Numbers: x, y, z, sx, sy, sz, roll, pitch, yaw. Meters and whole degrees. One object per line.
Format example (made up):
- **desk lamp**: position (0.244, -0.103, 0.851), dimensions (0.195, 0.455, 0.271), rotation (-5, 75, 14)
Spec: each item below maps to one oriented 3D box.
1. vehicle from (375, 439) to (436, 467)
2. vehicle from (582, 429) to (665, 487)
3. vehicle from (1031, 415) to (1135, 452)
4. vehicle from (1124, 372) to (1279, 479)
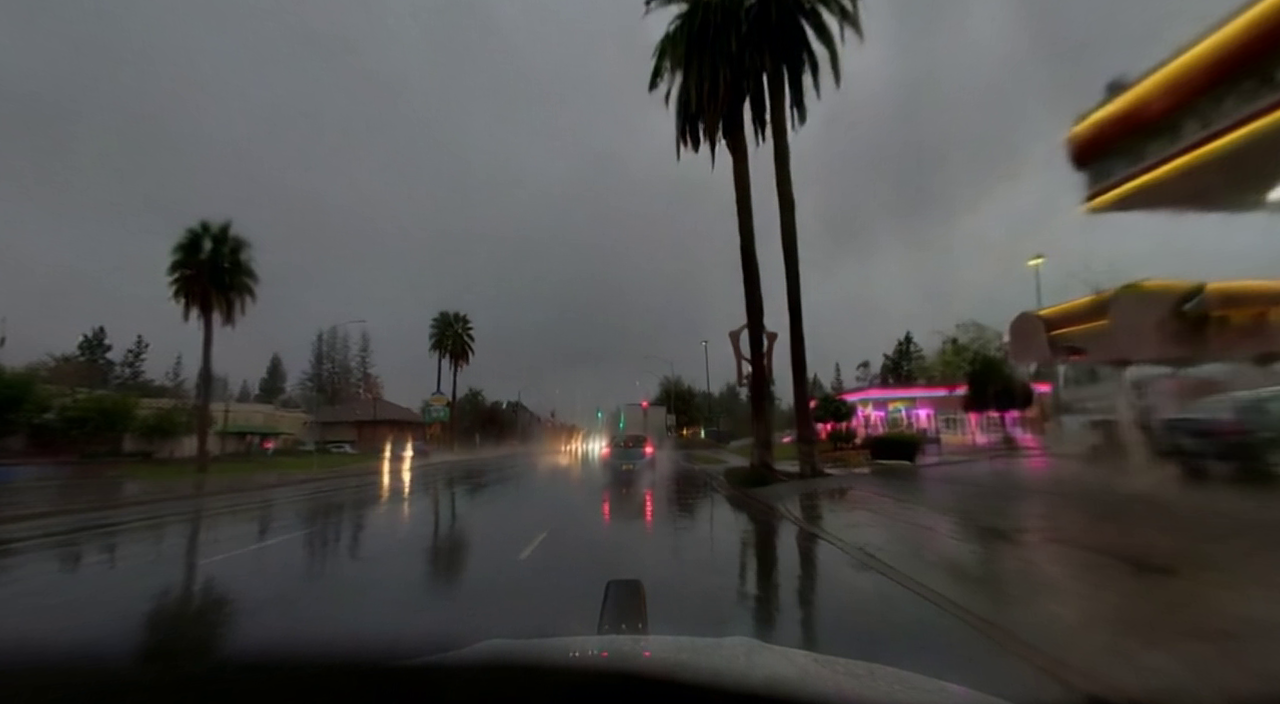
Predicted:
- **vehicle**: position (-13.534, 5.848, 36.569), dimensions (1.923, 1.490, 4.372), rotation (0, -8, -1)
- **vehicle**: position (-0.379, 3.056, 18.476), dimensions (2.145, 1.483, 4.453), rotation (0, -8, 1)
- **vehicle**: position (22.110, 4.147, 31.598), dimensions (1.853, 1.698, 4.468), rotation (1, -8, -2)
- **vehicle**: position (12.168, 1.371, 11.408), dimensions (5.061, 1.721, 2.162), rotation (1, -8, -4)
